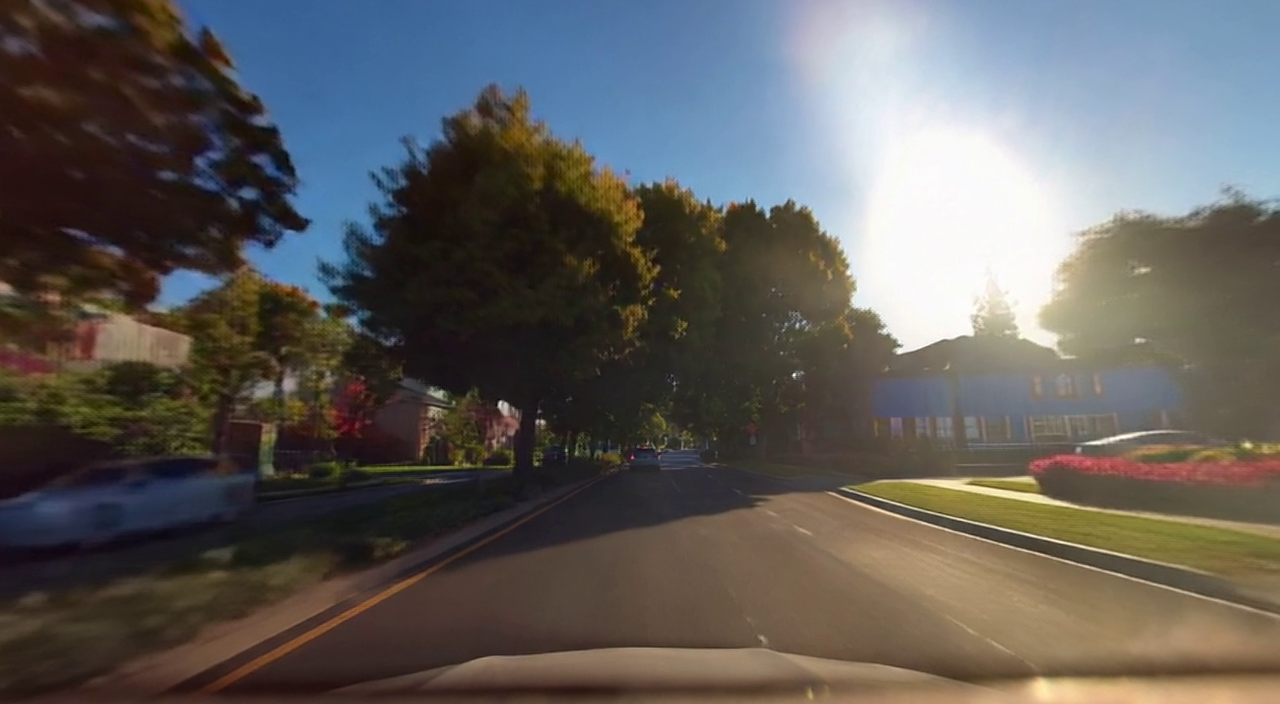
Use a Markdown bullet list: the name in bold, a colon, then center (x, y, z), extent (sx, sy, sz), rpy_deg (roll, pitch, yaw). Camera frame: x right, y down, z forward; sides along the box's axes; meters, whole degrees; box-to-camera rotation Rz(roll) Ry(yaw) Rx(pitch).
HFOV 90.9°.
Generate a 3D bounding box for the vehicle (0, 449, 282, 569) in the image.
- **vehicle**: center (-8.259, 2.340, 10.277), extent (2.040, 1.465, 4.448), rpy_deg (0, -8, 3)

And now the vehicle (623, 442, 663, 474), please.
- **vehicle**: center (0.230, 6.040, 36.109), extent (2.129, 1.713, 4.314), rpy_deg (0, -8, 2)

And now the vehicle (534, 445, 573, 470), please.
- **vehicle**: center (-6.501, 7.973, 47.790), extent (2.055, 1.757, 4.584), rpy_deg (0, -8, 3)
